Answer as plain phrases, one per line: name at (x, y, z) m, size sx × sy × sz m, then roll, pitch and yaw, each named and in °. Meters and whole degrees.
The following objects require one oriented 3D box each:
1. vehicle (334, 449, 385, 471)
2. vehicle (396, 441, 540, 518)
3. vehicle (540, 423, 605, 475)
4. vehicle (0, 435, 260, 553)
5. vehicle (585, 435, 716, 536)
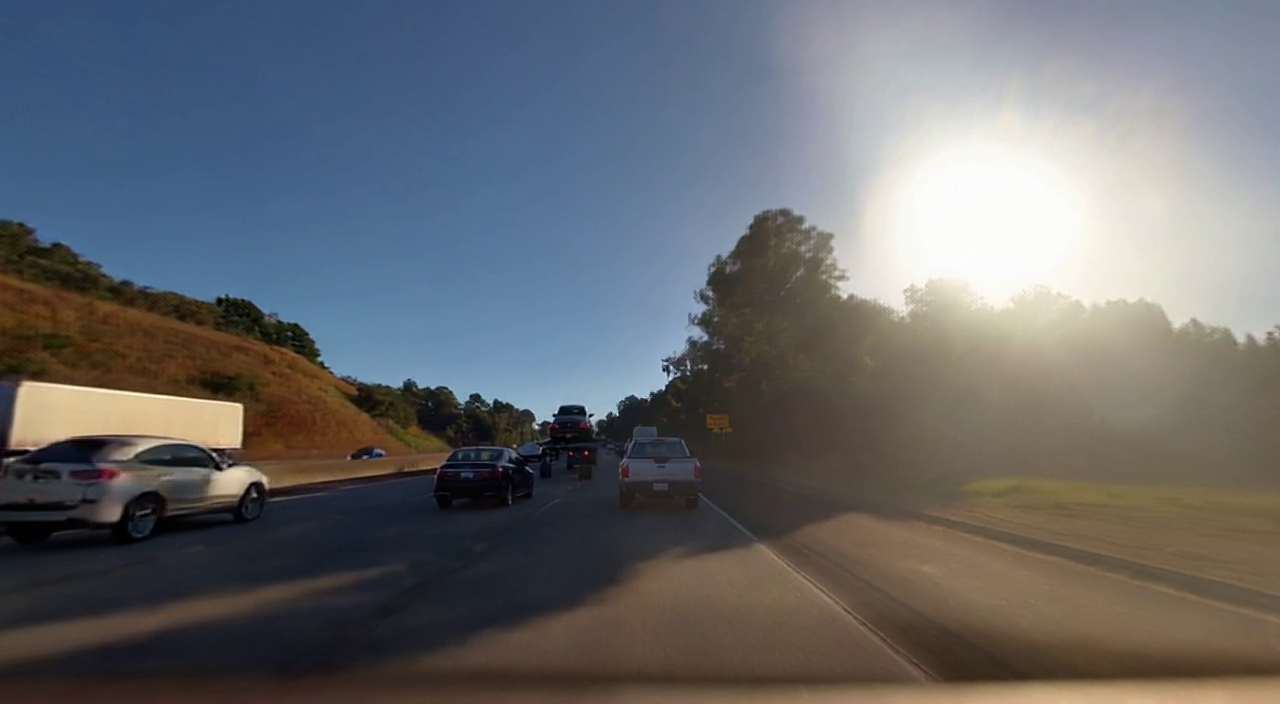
vehicle at (-19.097, 7.352, 43.087) m, size 1.852 × 1.424 × 3.430 m, roll 0°, pitch -9°, yaw 0°
vehicle at (-3.694, 2.828, 14.523) m, size 1.947 × 1.470 × 4.526 m, roll 0°, pitch -9°, yaw 1°
vehicle at (-2.302, 3.379, 22.011) m, size 2.031 × 1.594 × 4.103 m, roll 1°, pitch -9°, yaw -5°
vehicle at (-8.342, 2.158, 10.215) m, size 1.888 × 1.507 × 3.949 m, roll 0°, pitch -9°, yaw 0°
vehicle at (0.162, 2.308, 11.391) m, size 1.991 × 1.507 × 3.391 m, roll 0°, pitch -9°, yaw 0°
